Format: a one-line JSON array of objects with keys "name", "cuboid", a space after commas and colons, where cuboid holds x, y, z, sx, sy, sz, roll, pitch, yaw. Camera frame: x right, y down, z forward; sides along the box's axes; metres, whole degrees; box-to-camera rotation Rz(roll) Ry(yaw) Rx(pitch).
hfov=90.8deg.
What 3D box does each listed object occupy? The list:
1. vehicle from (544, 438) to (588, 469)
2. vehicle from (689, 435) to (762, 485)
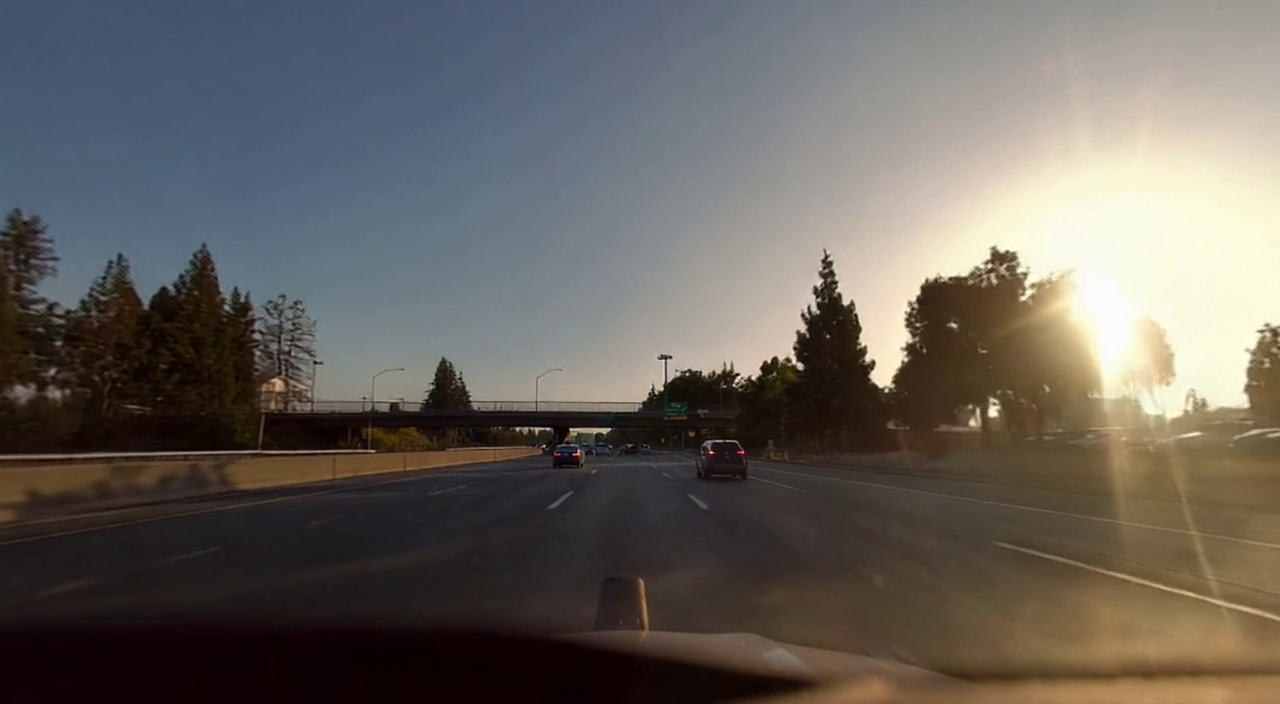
[{"name": "vehicle", "cuboid": [-4.544, 6.300, 39.384, 2.176, 1.779, 4.755, 0, -8, 0]}, {"name": "vehicle", "cuboid": [3.090, 3.993, 23.692, 1.997, 1.686, 4.247, 0, -8, -2]}]
